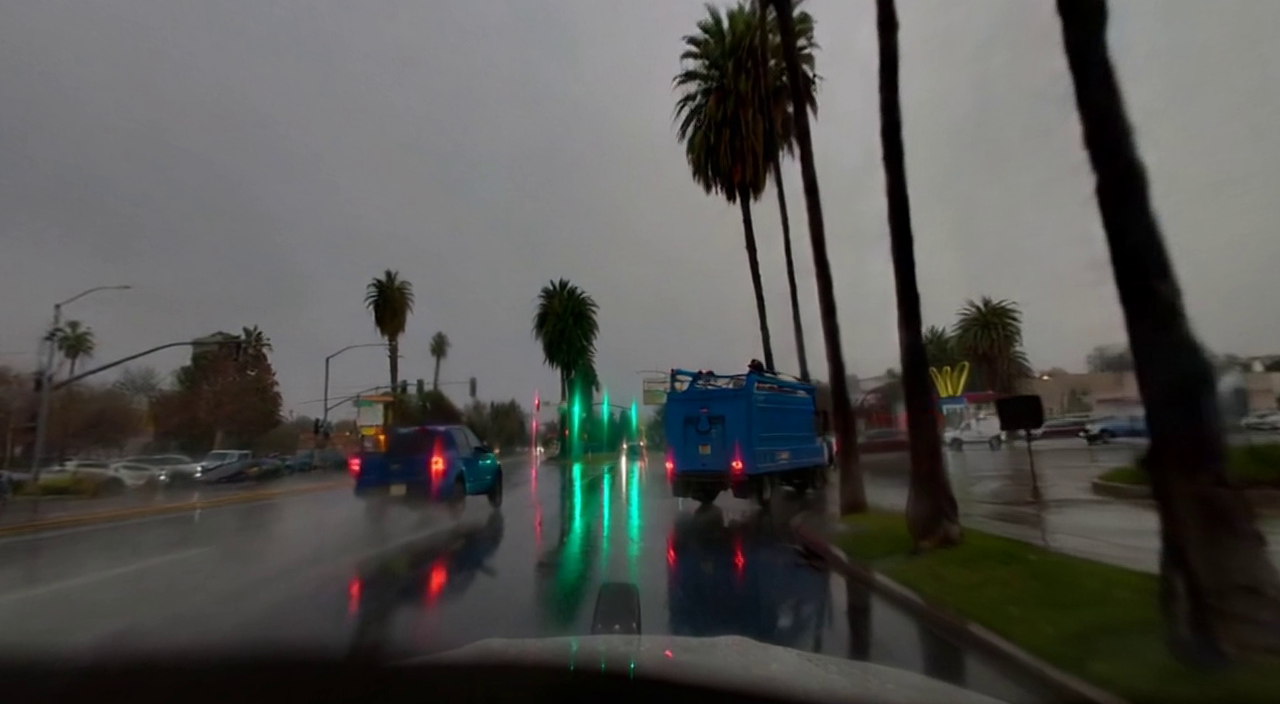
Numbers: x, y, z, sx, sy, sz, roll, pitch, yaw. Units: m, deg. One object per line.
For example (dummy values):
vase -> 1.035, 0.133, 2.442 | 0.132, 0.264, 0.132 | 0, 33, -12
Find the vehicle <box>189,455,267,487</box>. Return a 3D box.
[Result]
vehicle -> -25.996, 7.493, 39.924 | 3.721, 1.450, 1.824 | -7, -7, 1

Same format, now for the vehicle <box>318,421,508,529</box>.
vehicle -> -4.205, 2.354, 12.687 | 2.102, 1.744, 4.630 | 0, -8, 0

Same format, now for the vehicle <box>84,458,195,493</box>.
vehicle -> -27.680, 6.825, 35.036 | 4.583, 1.556, 1.893 | -3, -6, -1

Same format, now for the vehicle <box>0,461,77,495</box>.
vehicle -> -39.585, 8.204, 41.085 | 4.136, 1.863, 1.785 | -3, -8, -1

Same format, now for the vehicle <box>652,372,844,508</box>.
vehicle -> 3.096, 2.348, 16.881 | 2.463, 2.954, 5.938 | -6, -10, 37
